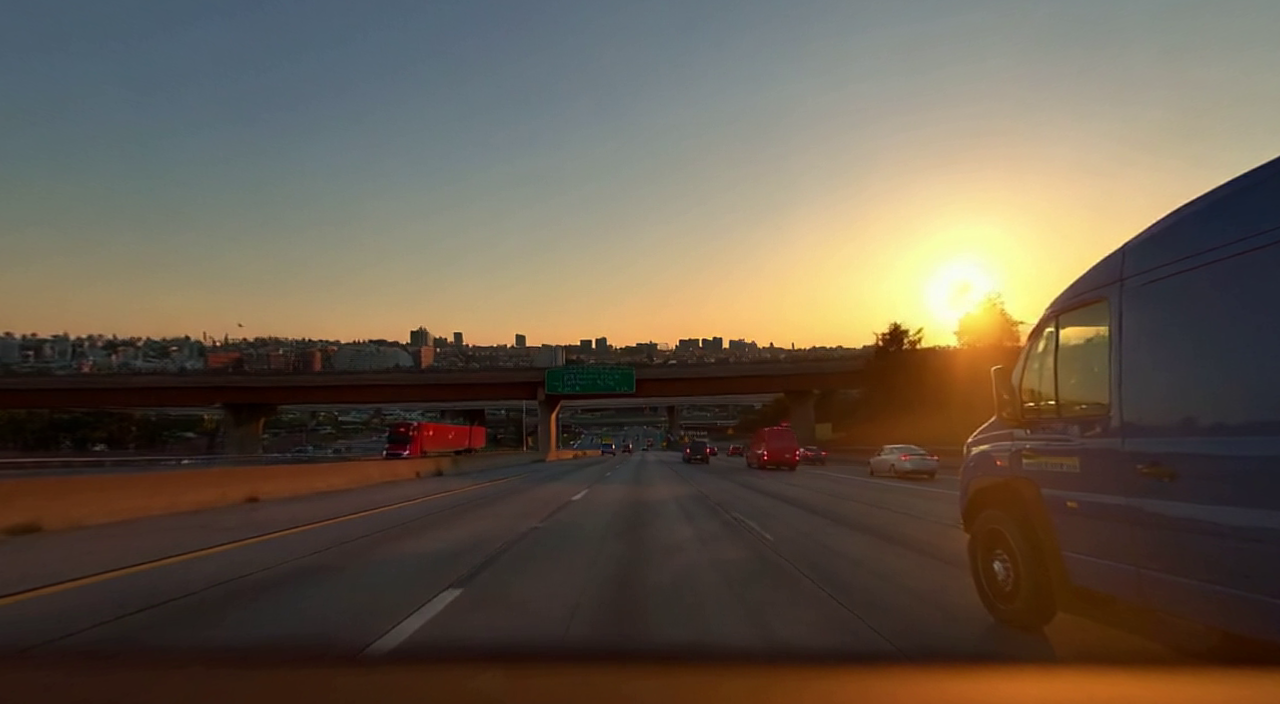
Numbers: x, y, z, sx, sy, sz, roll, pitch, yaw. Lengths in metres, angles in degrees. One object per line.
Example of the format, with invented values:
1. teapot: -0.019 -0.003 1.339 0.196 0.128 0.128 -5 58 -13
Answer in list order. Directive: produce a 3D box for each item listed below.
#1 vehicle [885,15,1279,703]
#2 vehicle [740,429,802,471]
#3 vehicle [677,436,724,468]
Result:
1. vehicle: 3.369 0.197 1.736 2.436 2.745 7.034 0 -8 -1
2. vehicle: 7.412 5.633 36.265 2.301 2.203 5.419 0 -8 -1
3. vehicle: 3.915 6.600 41.859 2.464 1.961 5.520 0 -8 -1
